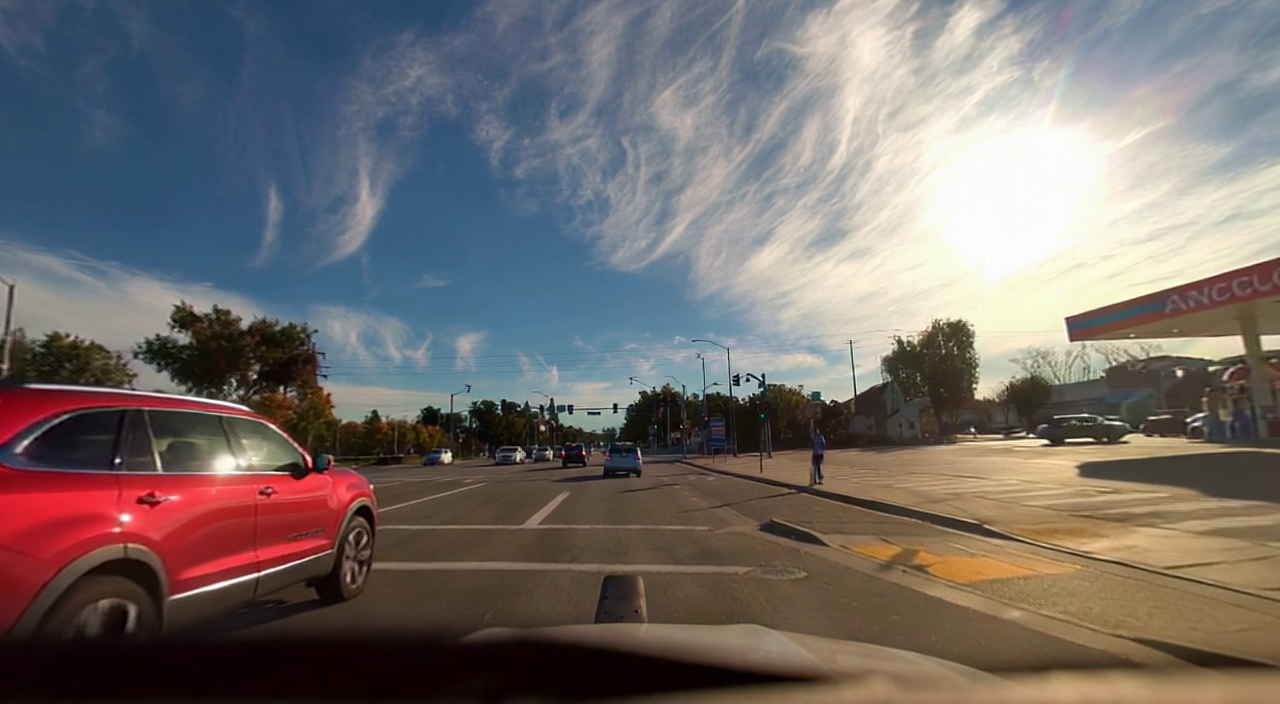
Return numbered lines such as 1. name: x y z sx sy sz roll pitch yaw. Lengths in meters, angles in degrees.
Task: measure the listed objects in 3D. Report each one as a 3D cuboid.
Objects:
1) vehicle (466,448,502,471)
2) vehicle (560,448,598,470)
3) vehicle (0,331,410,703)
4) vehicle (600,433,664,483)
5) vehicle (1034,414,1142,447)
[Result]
1. vehicle: -12.182 8.439 49.405 1.943 1.643 4.167 -1 -8 -3
2. vehicle: -4.185 7.424 43.963 2.192 1.458 4.594 0 -9 0
3. vehicle: -3.295 1.032 3.568 2.247 1.734 4.919 0 -9 -2
4. vehicle: -0.389 4.667 28.039 2.552 1.999 5.498 0 -9 -2
5. vehicle: 27.738 4.894 39.093 5.102 1.893 2.120 0 -9 -2
